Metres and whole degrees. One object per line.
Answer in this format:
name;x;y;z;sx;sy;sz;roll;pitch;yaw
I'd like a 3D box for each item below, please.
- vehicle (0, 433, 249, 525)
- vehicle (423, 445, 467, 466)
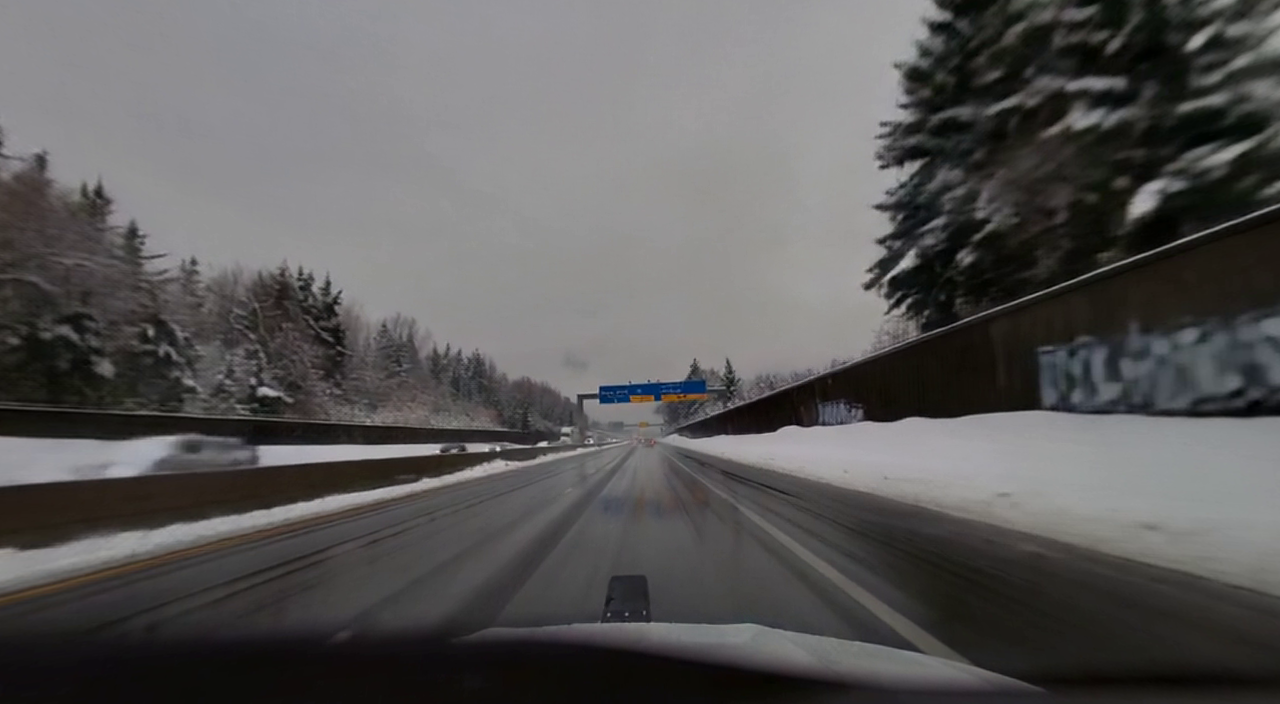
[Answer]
vehicle;-10.881;2.585;13.493;1.988;1.594;4.624;0;-8;0
vehicle;-14.522;7.736;47.155;1.796;1.495;4.504;0;-8;1
